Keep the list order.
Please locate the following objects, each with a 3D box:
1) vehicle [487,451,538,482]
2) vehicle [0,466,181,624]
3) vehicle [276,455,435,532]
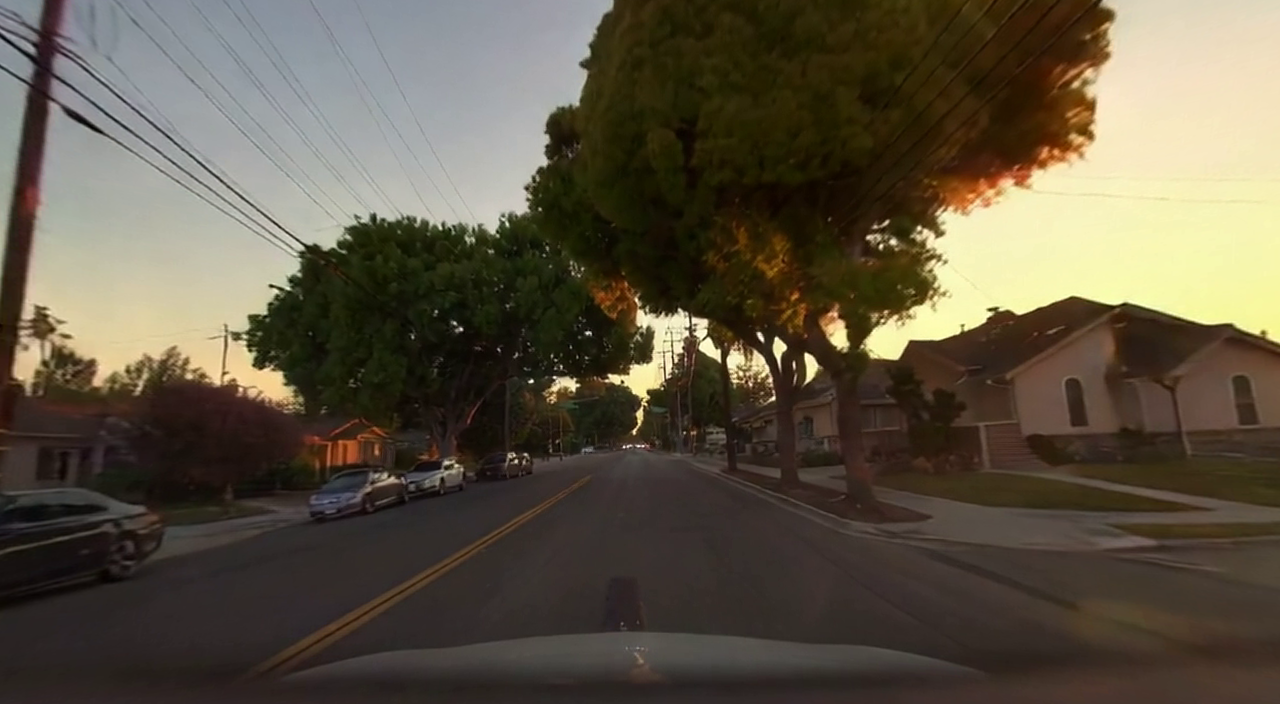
[{"bbox_3d":[-7.317,6.549,36.511,1.928,1.481,4.152,-6,-9,1],"label":"vehicle"},{"bbox_3d":[-7.476,2.087,6.978,1.949,1.512,3.818,0,-9,-1],"label":"vehicle"},{"bbox_3d":[-7.363,3.642,16.951,1.839,1.494,4.757,-9,-9,2],"label":"vehicle"}]
